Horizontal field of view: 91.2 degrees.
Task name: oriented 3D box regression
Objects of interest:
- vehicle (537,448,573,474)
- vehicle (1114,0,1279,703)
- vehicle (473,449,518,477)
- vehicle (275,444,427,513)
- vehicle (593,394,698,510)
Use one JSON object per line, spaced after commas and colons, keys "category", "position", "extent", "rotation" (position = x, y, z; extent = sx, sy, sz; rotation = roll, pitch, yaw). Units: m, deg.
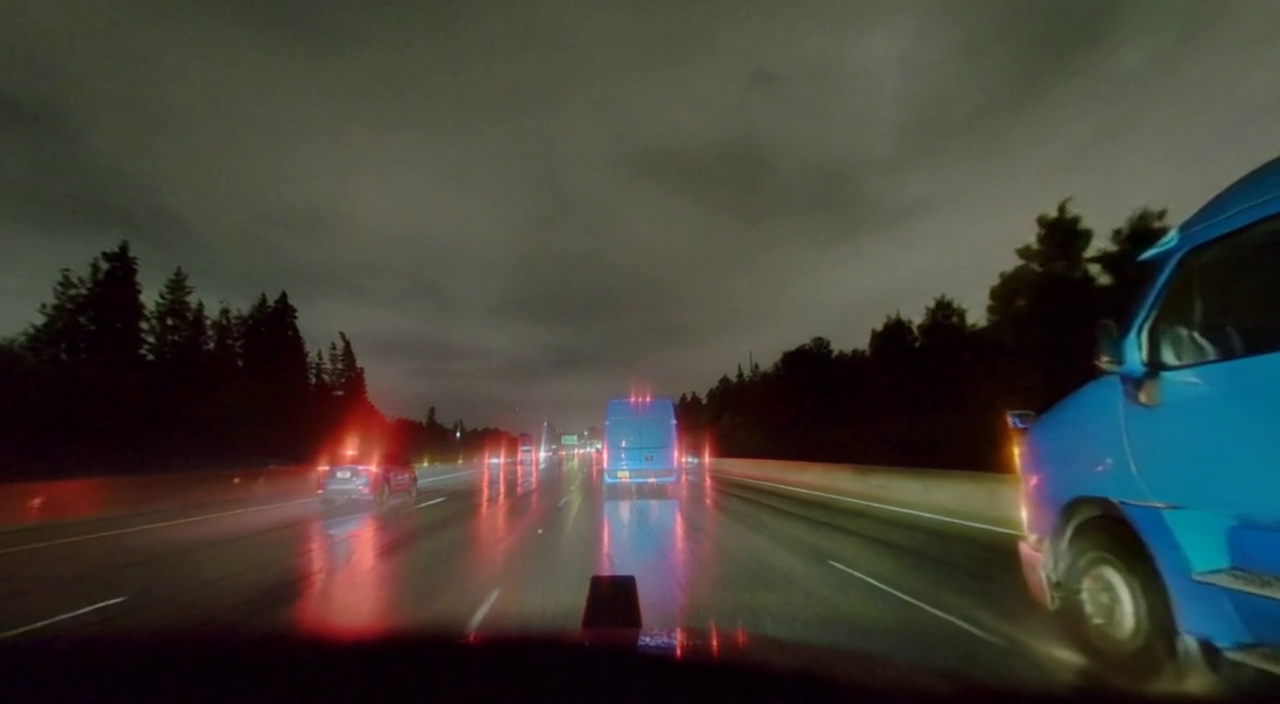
{"category": "vehicle", "position": [-5.344, 6.873, 39.799], "extent": [2.002, 1.536, 4.021], "rotation": [0, -9, -5]}
{"category": "vehicle", "position": [4.672, -0.337, 0.811], "extent": [2.959, 3.648, 6.040], "rotation": [0, -9, -3]}
{"category": "vehicle", "position": [-8.407, 6.453, 36.792], "extent": [2.026, 1.506, 4.102], "rotation": [0, -9, -5]}
{"category": "vehicle", "position": [-7.162, 3.150, 16.147], "extent": [2.003, 1.498, 4.386], "rotation": [0, -9, -3]}
{"category": "vehicle", "position": [-0.072, 2.605, 16.559], "extent": [2.268, 2.551, 5.144], "rotation": [0, -9, -5]}
